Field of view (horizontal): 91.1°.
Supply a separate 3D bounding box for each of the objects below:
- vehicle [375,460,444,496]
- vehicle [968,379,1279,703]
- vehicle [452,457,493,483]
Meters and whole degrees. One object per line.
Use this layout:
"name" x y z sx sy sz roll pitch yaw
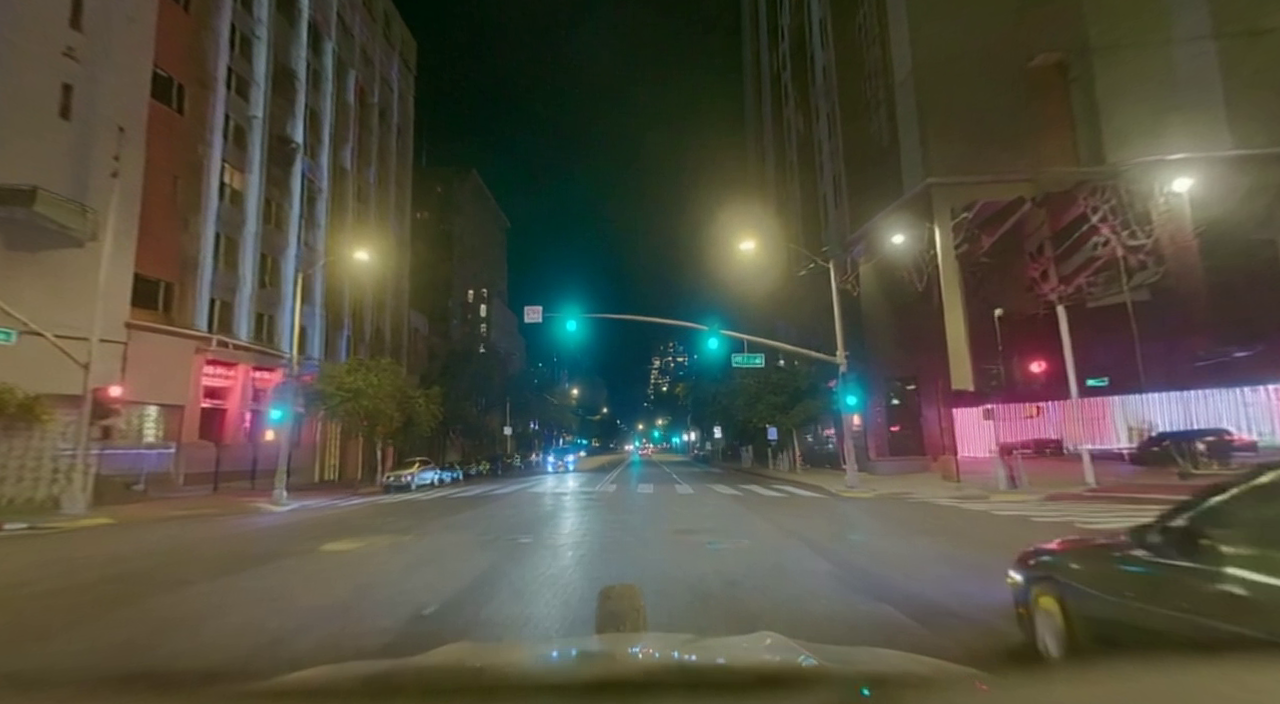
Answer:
"vehicle" -12.145 6.630 33.378 1.910 1.511 4.565 -1 -7 0
"vehicle" 3.157 0.814 1.773 2.080 1.524 4.348 0 -9 0
"vehicle" -12.095 8.534 45.497 1.867 1.583 4.108 -1 -8 0
